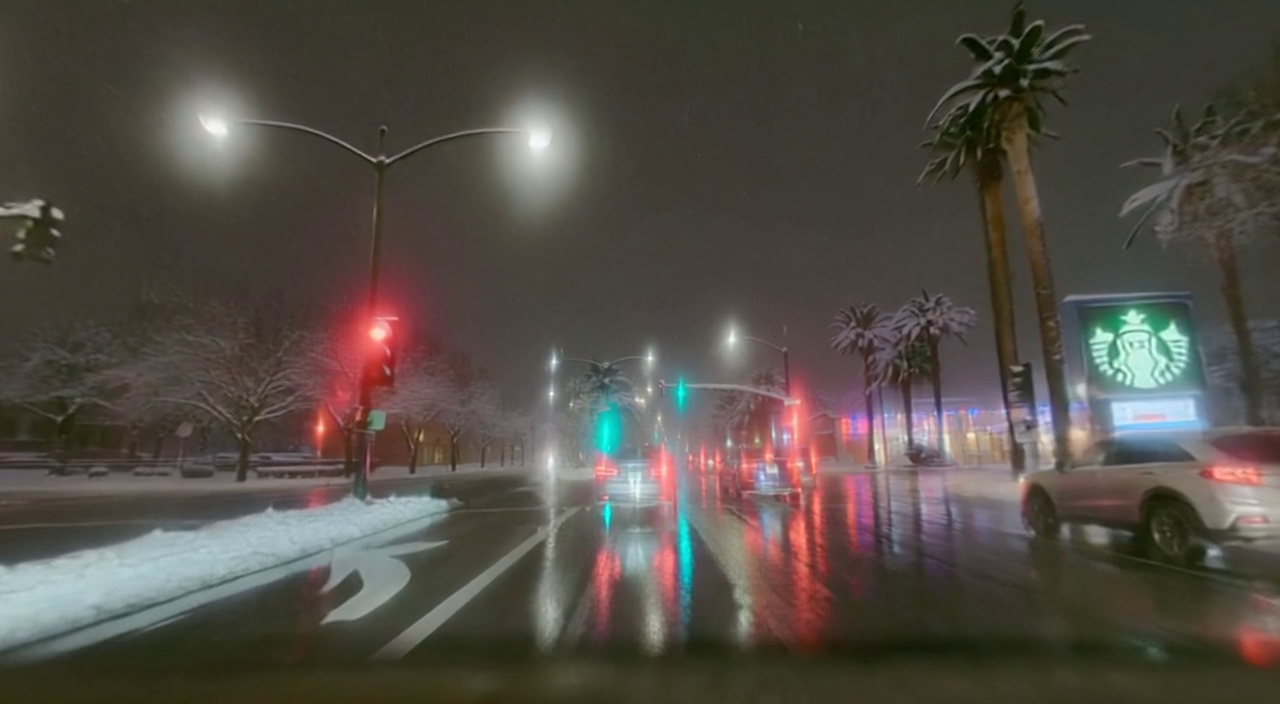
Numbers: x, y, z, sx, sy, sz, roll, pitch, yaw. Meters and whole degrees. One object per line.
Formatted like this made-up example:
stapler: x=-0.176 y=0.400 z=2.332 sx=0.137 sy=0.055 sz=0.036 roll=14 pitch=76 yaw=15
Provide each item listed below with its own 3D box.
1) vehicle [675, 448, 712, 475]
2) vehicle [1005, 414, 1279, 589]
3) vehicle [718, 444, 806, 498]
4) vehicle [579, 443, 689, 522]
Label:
vehicle: x=3.432 y=7.139 z=41.436 sx=2.012 sy=1.570 sz=4.600 roll=0 pitch=-8 yaw=0
vehicle: x=7.000 y=1.754 z=8.239 sx=1.940 sy=1.674 sz=4.085 roll=0 pitch=-8 yaw=-1
vehicle: x=3.801 y=3.770 z=20.417 sx=1.892 sy=1.532 sz=4.177 roll=0 pitch=-8 yaw=-2
vehicle: x=-0.162 y=2.804 z=14.177 sx=2.110 sy=1.487 sz=3.873 roll=0 pitch=-8 yaw=-1
